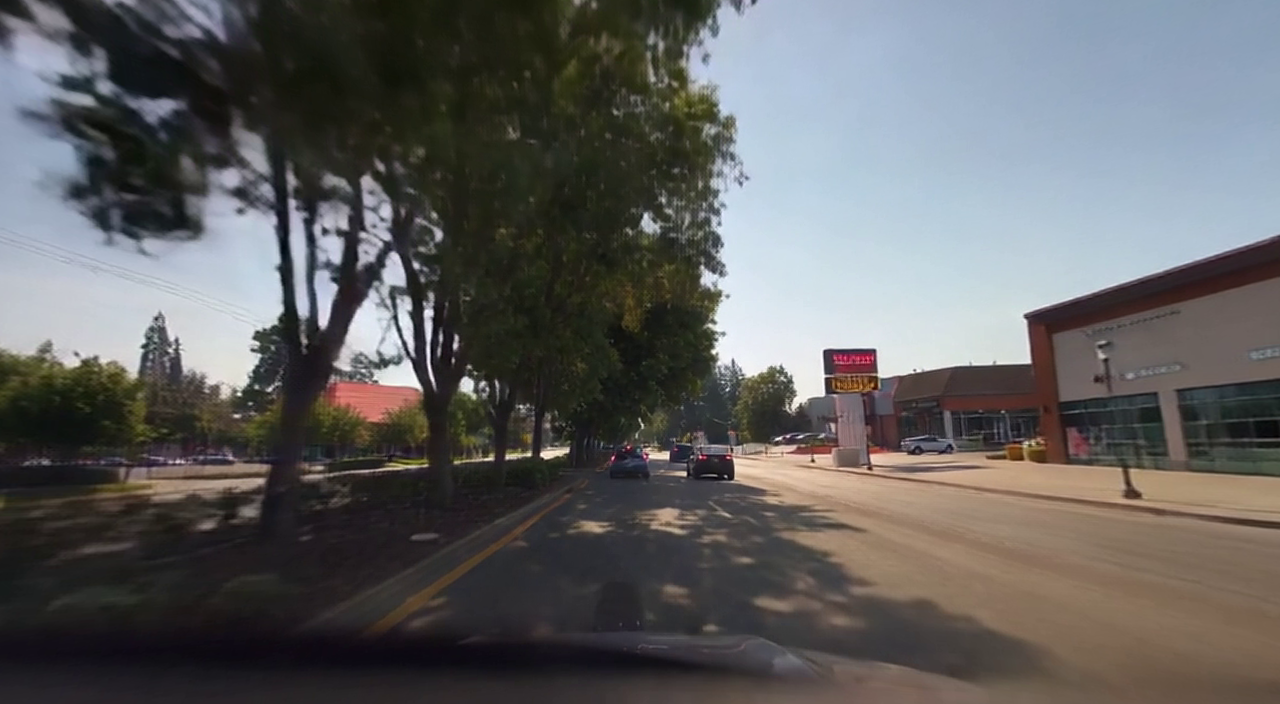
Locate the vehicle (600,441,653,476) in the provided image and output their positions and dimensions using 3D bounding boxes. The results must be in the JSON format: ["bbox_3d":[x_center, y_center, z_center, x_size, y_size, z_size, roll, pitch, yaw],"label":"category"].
[{"bbox_3d":[-0.620,4.791,28.675,2.242,1.474,4.127,0,-8,-1],"label":"vehicle"}]

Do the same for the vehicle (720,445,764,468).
[{"bbox_3d":[6.544,6.720,40.902,2.068,1.393,3.874,0,-8,-3],"label":"vehicle"}]

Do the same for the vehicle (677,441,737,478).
[{"bbox_3d":[2.895,4.778,28.393,2.057,1.491,4.675,0,-8,-2],"label":"vehicle"}]
